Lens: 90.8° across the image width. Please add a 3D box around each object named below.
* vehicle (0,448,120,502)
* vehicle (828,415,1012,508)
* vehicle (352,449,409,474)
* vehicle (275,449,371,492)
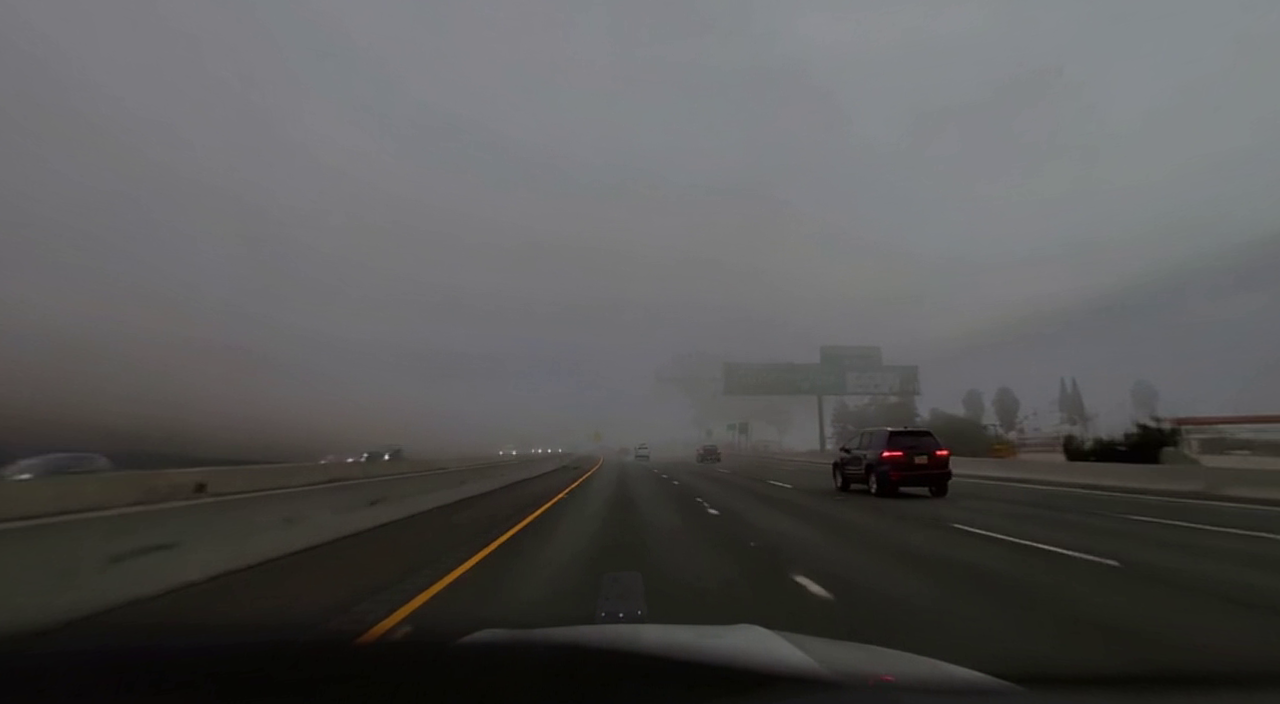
[{"bbox_3d":[-20.348,4.042,21.147,1.987,1.598,4.611,0,-9,-1],"label":"vehicle"},{"bbox_3d":[6.702,2.698,15.950,2.181,1.952,4.973,0,-9,-2],"label":"vehicle"},{"bbox_3d":[-17.906,7.539,43.829,2.079,1.623,4.775,0,-9,-2],"label":"vehicle"},{"bbox_3d":[-13.855,5.150,27.944,1.958,1.689,4.544,0,-9,-1],"label":"vehicle"}]
